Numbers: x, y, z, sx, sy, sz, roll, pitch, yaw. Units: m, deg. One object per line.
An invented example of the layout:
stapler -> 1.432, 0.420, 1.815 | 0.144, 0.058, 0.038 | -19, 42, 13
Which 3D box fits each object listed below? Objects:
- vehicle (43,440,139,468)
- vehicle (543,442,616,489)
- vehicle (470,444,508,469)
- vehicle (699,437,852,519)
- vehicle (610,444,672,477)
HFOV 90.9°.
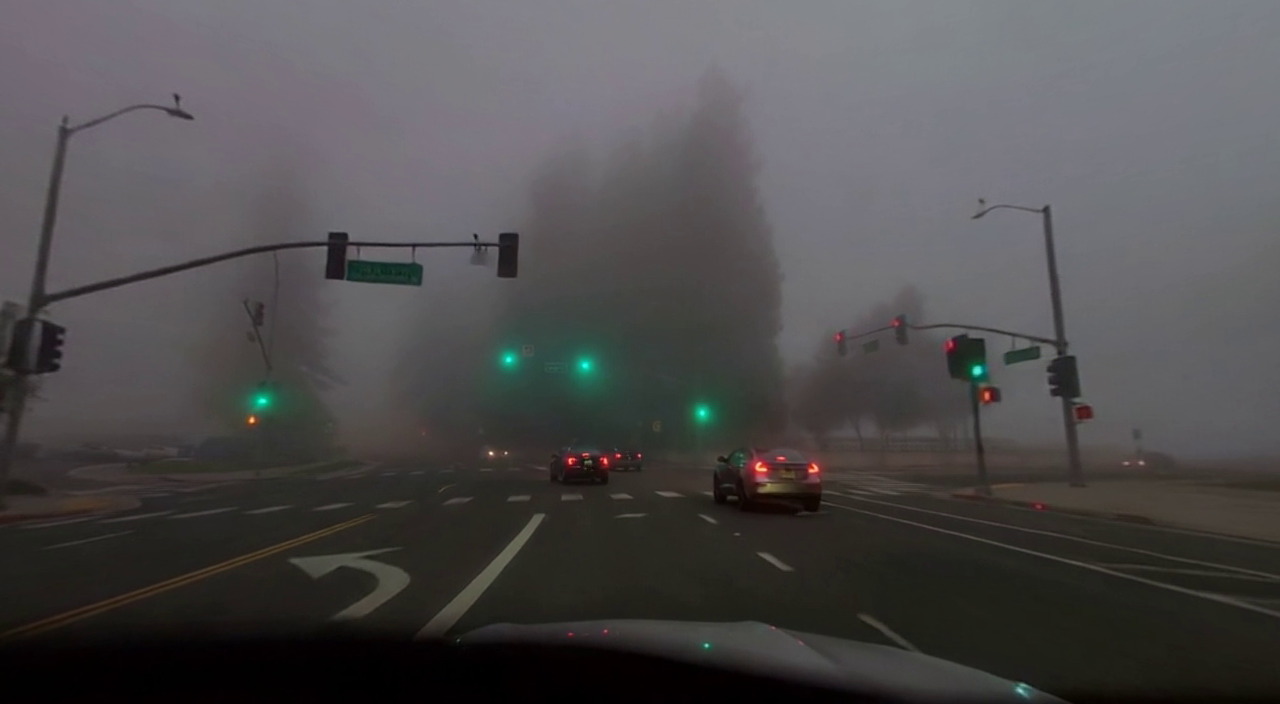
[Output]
vehicle -> -32.727, 6.070, 37.696 | 3.796, 1.595, 1.808 | 3, -9, -19
vehicle -> -2.361, 4.124, 23.324 | 2.308, 1.535, 4.811 | 1, -9, -10
vehicle -> -10.347, 7.096, 42.926 | 2.012, 1.492, 4.079 | 4, -8, -19
vehicle -> 2.731, 2.669, 13.950 | 1.984, 1.476, 4.488 | 1, -9, -6
vehicle -> -0.065, 5.357, 31.477 | 1.957, 1.463, 4.701 | 2, -9, -15
